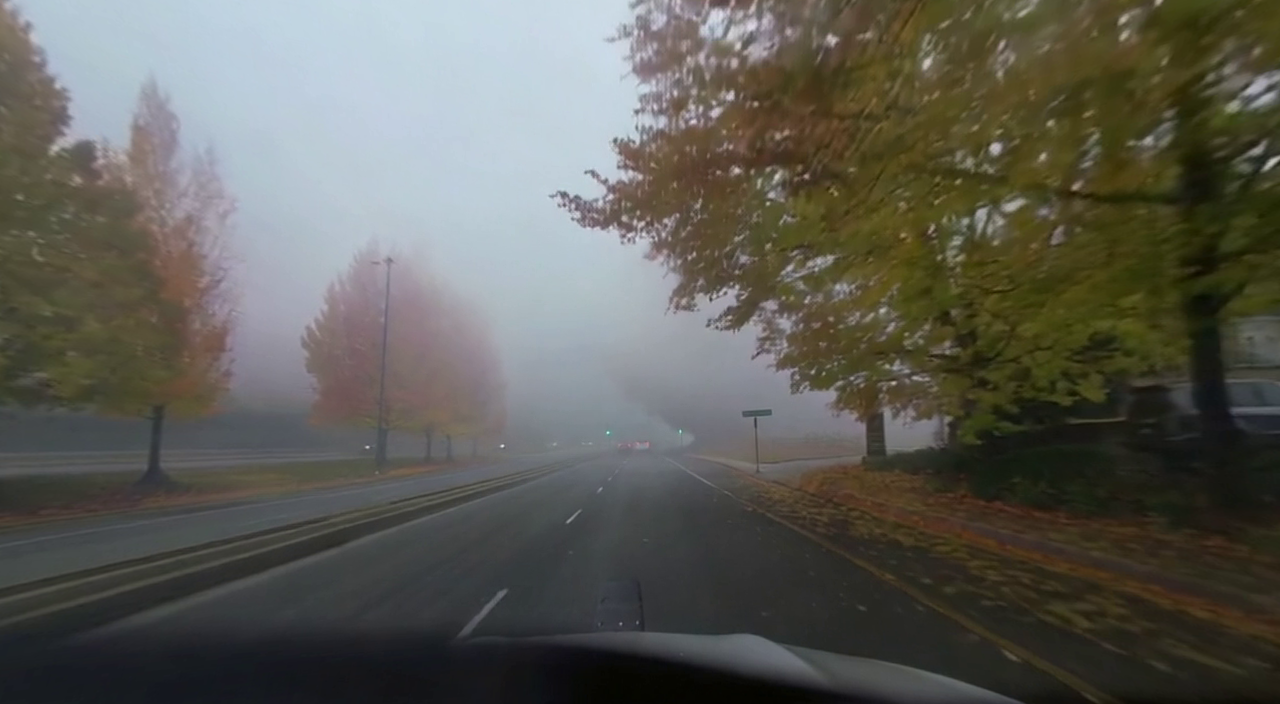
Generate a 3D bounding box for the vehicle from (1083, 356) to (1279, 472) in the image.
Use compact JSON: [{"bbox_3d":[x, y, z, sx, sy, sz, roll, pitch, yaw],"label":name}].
[{"bbox_3d":[11.209,1.144,11.072,5.208,1.823,2.155,1,-9,-3],"label":"vehicle"}]
